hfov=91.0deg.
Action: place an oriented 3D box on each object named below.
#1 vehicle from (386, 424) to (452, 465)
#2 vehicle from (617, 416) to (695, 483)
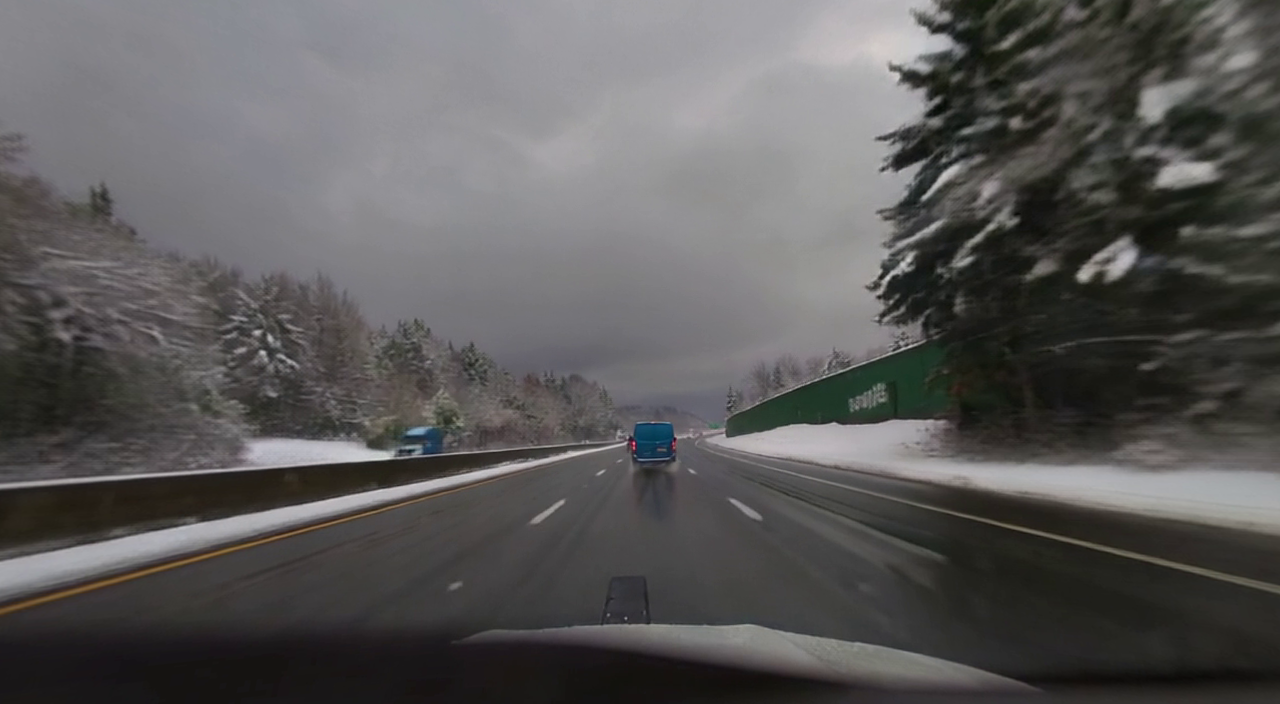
[{"bbox_3d":[-15.762,6.640,45.222,2.356,2.698,5.982,0,-8,2],"label":"vehicle"},{"bbox_3d":[0.482,3.197,20.773,2.283,1.956,4.421,0,-8,0],"label":"vehicle"}]
